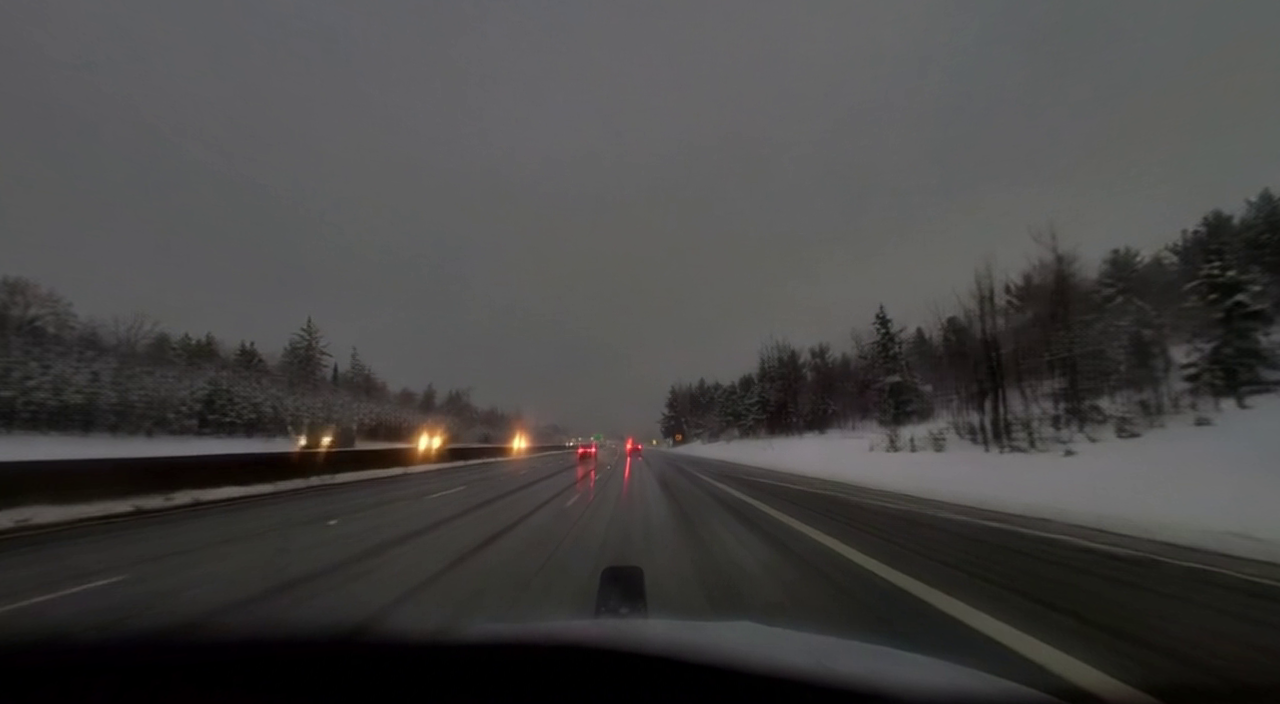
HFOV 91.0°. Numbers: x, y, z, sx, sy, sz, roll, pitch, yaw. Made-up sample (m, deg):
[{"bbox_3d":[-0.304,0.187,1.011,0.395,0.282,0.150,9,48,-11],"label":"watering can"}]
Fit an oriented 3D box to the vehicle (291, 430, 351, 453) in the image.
[{"bbox_3d":[-22.132,6.235,43.883,2.084,1.475,4.031,0,-8,-1],"label":"vehicle"}]
